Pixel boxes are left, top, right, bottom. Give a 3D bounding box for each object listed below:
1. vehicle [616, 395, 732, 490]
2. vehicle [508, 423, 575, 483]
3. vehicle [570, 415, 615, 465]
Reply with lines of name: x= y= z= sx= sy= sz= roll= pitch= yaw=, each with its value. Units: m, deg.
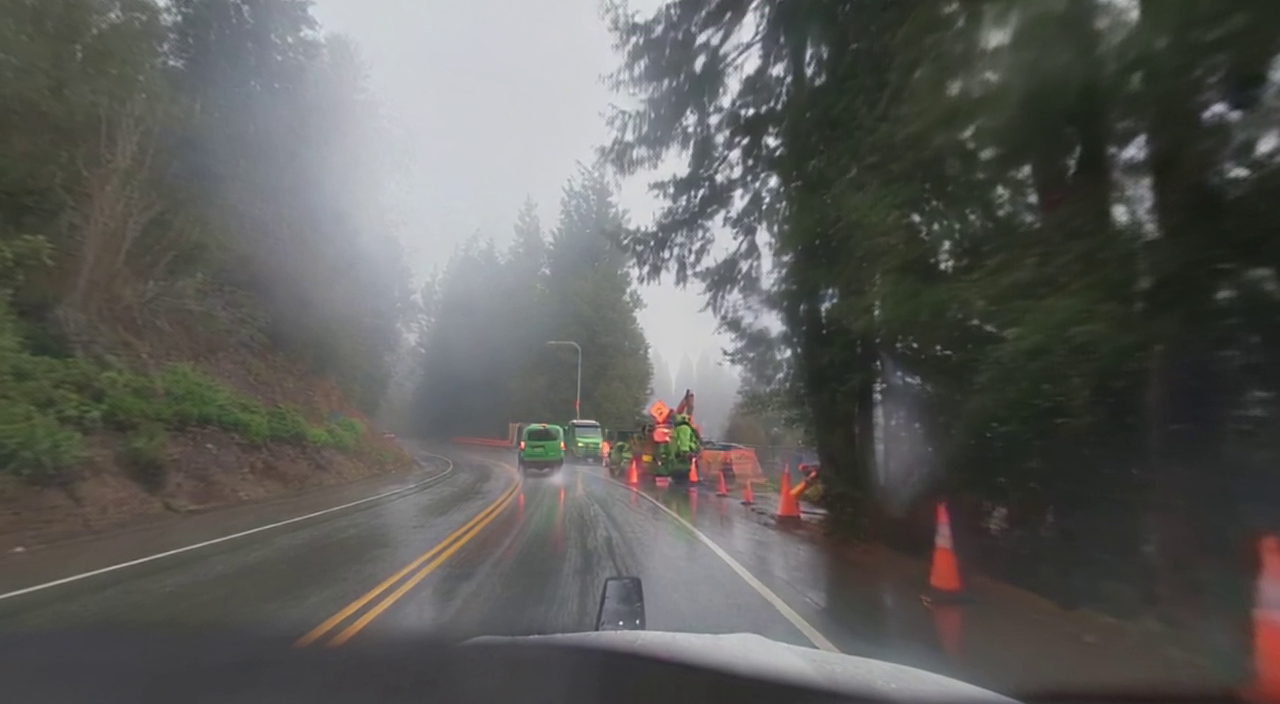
vehicle: x=1.057 y=3.774 z=26.661 sx=3.126 sy=3.310 sz=8.534 roll=1 pitch=-8 yaw=-9
vehicle: x=-4.208 y=4.180 z=26.315 sx=2.362 sy=2.223 sz=4.892 roll=2 pitch=-9 yaw=-13
vehicle: x=-3.171 y=5.793 z=41.308 sx=2.703 sy=3.066 sz=4.047 roll=1 pitch=-9 yaw=-7
